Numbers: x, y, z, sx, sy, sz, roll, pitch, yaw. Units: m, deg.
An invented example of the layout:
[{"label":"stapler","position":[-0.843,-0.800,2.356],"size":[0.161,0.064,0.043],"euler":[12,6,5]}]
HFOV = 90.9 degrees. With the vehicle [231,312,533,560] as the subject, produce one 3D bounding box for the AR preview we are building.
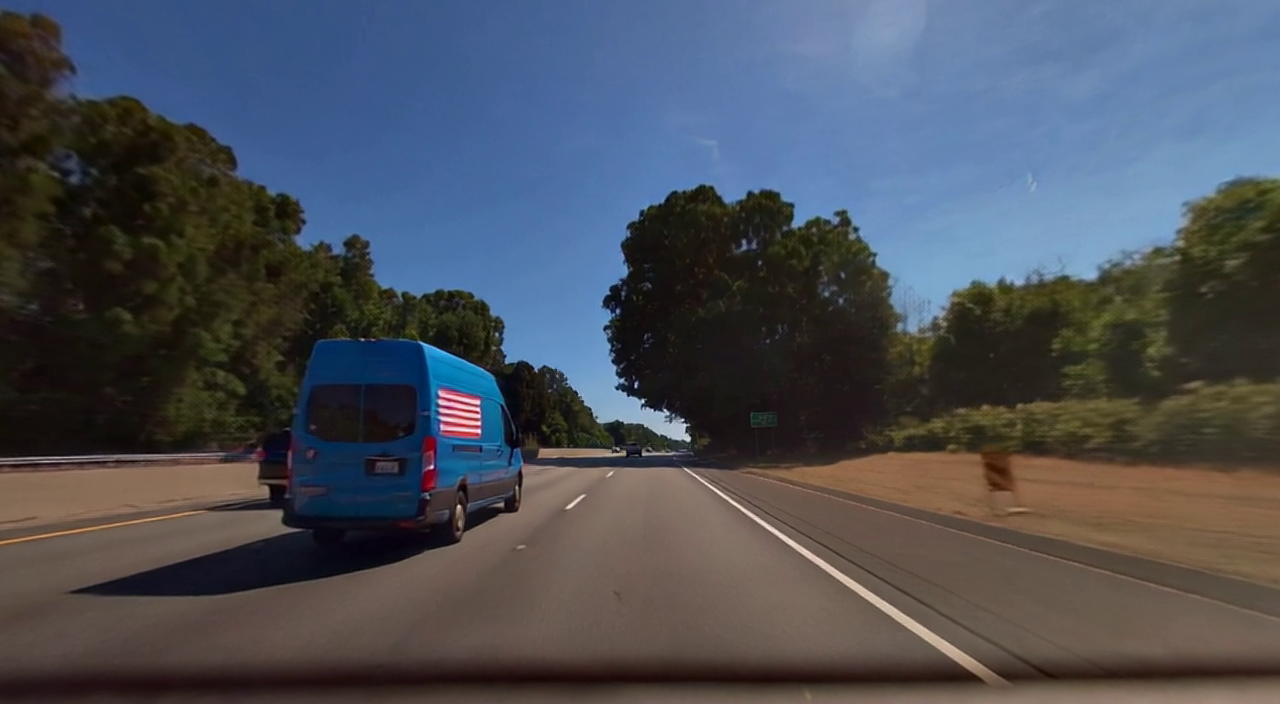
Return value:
[{"label":"vehicle","position":[-3.468,1.361,10.197],"size":[2.319,2.883,5.632],"euler":[0,-8,1]}]
